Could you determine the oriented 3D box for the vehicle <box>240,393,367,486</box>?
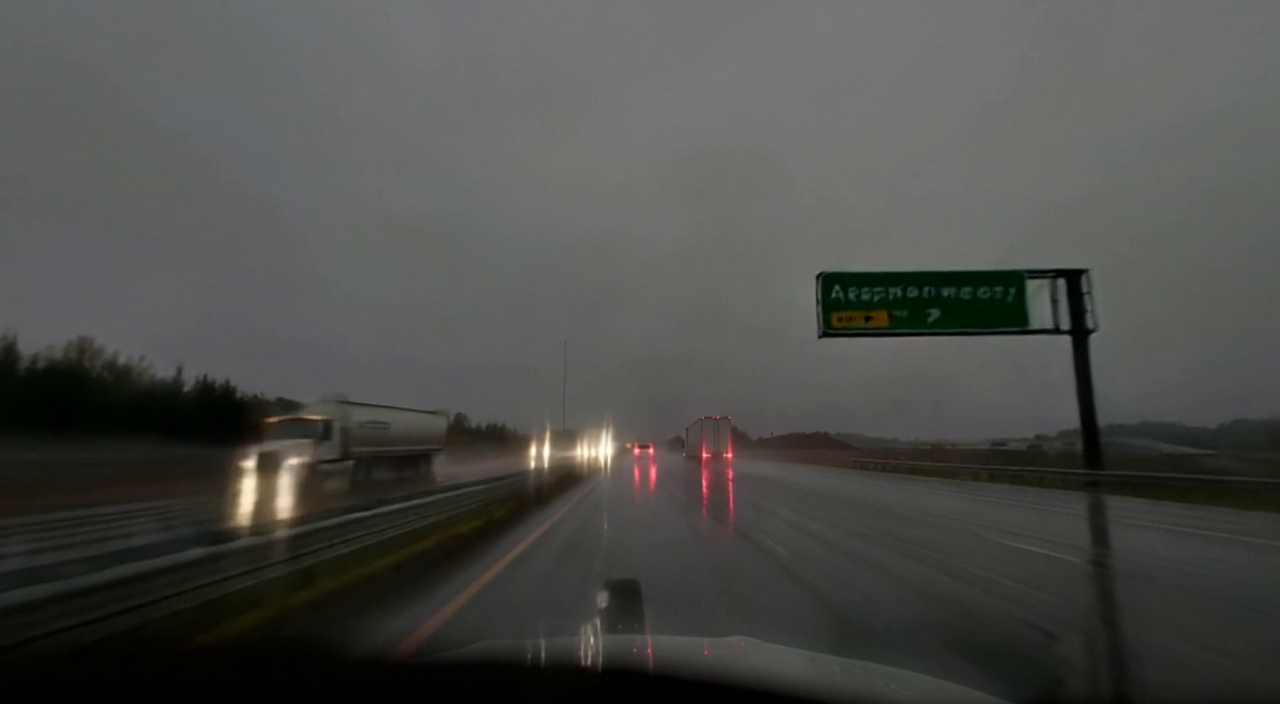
[{"bbox_3d":[-15.644,4.180,29.765,3.004,3.949,5.220,-1,-9,0],"label":"vehicle"}]

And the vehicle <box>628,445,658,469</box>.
[{"bbox_3d":[0.198,7.371,44.068,2.024,1.579,3.707,-1,-9,0],"label":"vehicle"}]
